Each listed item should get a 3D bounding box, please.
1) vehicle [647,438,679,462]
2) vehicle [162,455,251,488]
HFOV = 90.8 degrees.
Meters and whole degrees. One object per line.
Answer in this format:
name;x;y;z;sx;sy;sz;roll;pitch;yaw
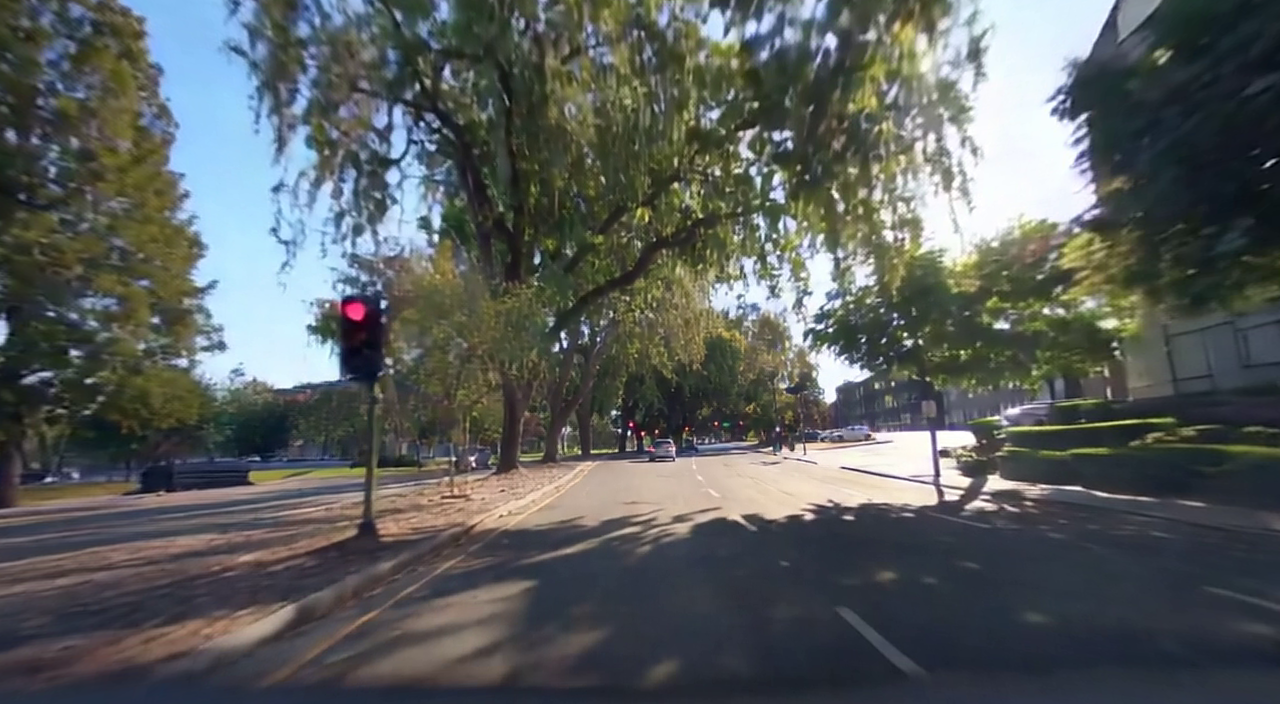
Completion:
vehicle;1.633;6.823;44.069;2.037;1.568;3.693;-1;-8;4
vehicle;-24.783;6.809;36.328;1.956;1.637;4.323;-2;-8;3
